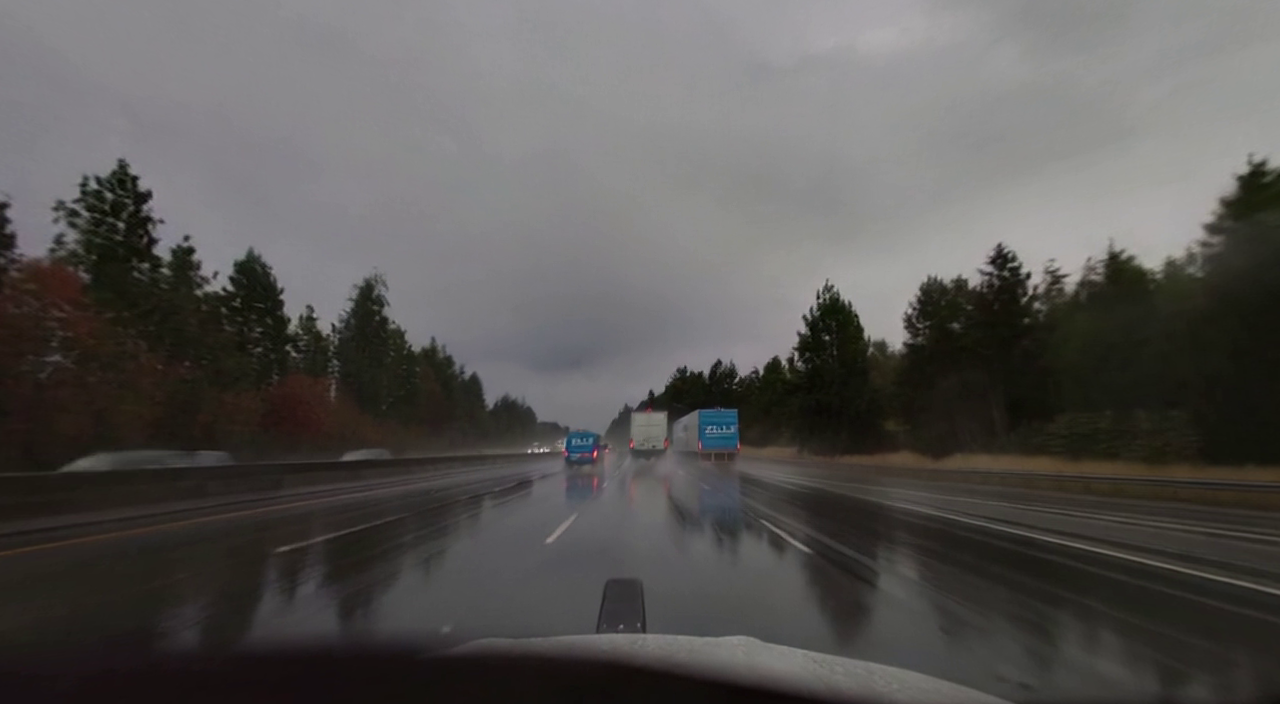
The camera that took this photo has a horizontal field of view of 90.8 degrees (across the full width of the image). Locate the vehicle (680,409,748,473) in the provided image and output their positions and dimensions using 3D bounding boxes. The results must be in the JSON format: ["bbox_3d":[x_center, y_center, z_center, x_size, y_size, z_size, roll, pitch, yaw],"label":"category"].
[{"bbox_3d":[5.184,6.808,47.626,3.319,4.075,14.516,0,-9,0],"label":"vehicle"}]

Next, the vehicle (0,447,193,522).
[{"bbox_3d":[-13.263,3.018,14.972,1.901,1.465,4.583,0,-9,1],"label":"vehicle"}]

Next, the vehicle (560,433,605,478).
[{"bbox_3d":[-2.975,5.462,33.428,2.033,2.234,3.490,0,-9,0],"label":"vehicle"}]

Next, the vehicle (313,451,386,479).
[{"bbox_3d":[-16.449,6.405,36.010,1.899,1.503,4.577,0,-9,1],"label":"vehicle"}]

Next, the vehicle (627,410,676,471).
[{"bbox_3d":[0.745,6.724,47.296,3.201,4.019,10.918,0,-9,0],"label":"vehicle"}]
